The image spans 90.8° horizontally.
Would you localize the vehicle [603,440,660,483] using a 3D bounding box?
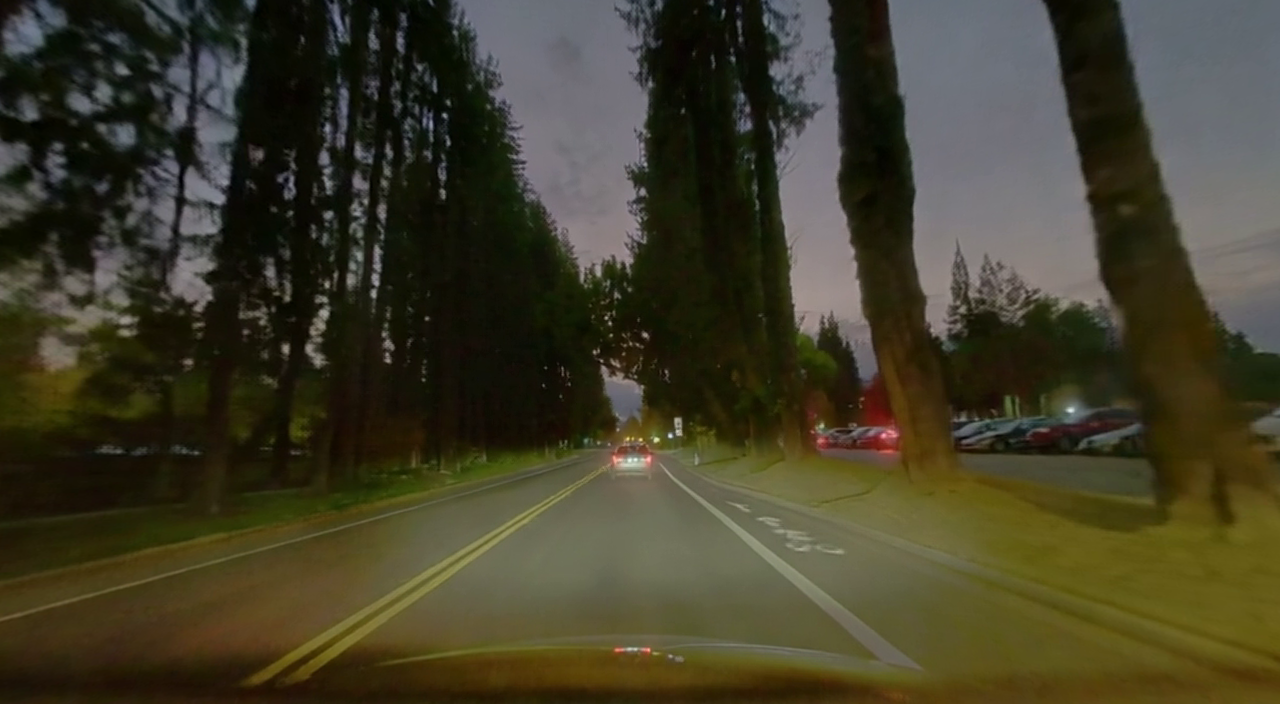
[{"bbox_3d":[-0.349,4.406,25.848,2.152,1.574,4.223,0,-8,-1],"label":"vehicle"}]
